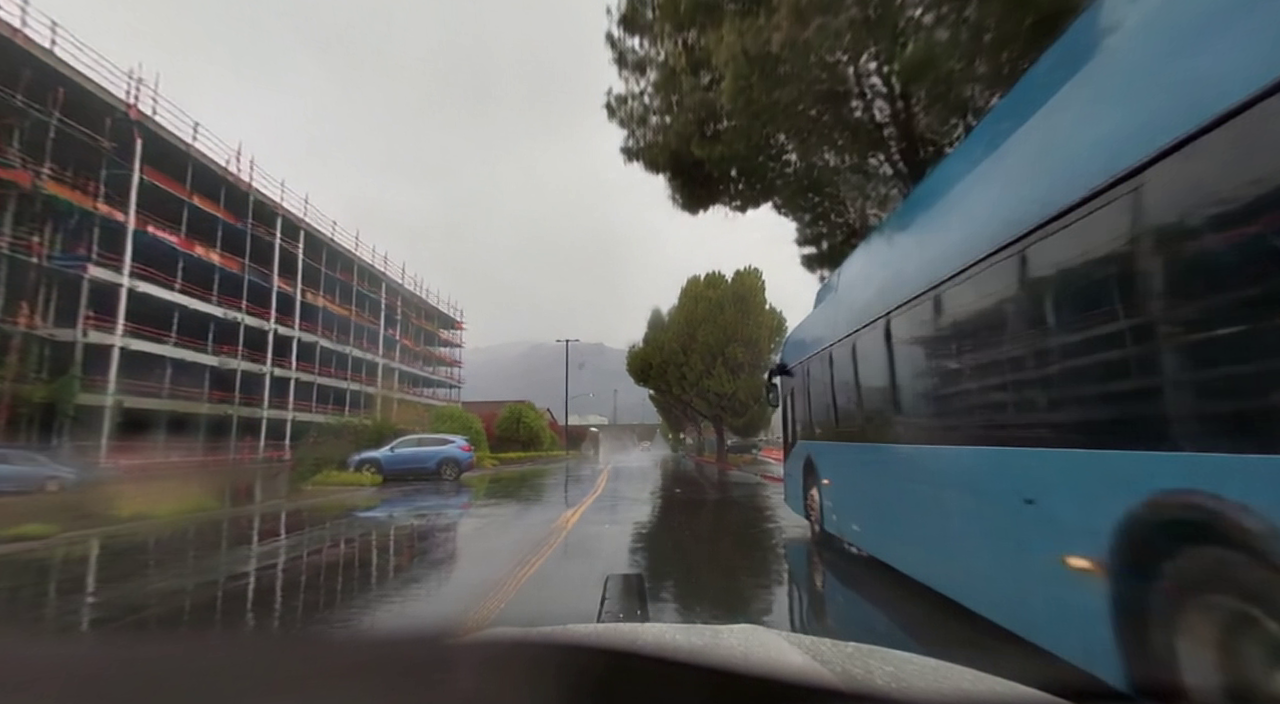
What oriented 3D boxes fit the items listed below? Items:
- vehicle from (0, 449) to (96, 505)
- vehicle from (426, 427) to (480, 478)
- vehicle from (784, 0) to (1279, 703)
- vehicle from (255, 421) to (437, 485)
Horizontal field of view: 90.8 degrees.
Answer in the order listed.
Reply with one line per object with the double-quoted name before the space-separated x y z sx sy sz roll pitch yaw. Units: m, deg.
"vehicle" -18.004 3.504 17.884 1.779 1.471 3.705 0 -8 1
"vehicle" -8.069 4.338 27.480 1.515 2.074 2.668 0 -7 -1
"vehicle" 3.836 0.360 5.087 3.040 3.424 12.508 0 -8 3
"vehicle" -13.513 4.741 29.724 7.067 2.785 2.980 1 -8 -9
